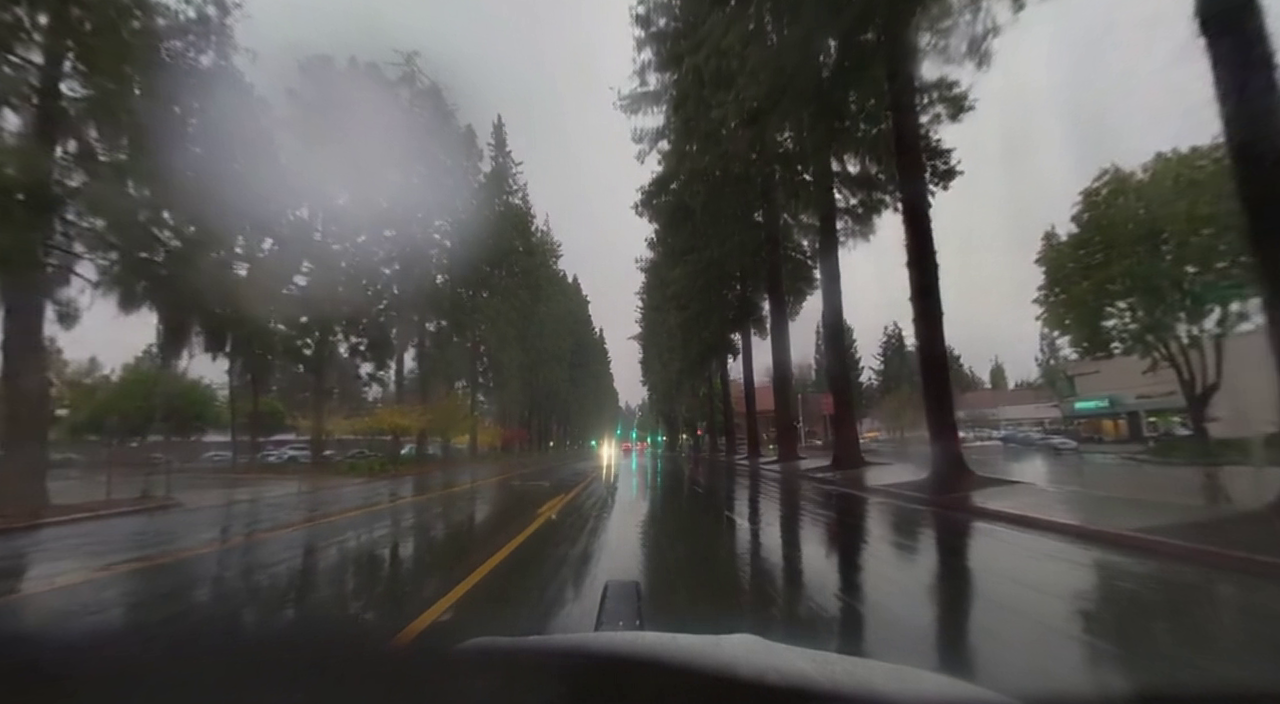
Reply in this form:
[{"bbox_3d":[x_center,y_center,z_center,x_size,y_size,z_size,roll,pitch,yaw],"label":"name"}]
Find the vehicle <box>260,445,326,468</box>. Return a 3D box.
[{"bbox_3d":[-23.908,7.195,43.598,3.548,1.544,1.641,0,-8,1],"label":"vehicle"}]
